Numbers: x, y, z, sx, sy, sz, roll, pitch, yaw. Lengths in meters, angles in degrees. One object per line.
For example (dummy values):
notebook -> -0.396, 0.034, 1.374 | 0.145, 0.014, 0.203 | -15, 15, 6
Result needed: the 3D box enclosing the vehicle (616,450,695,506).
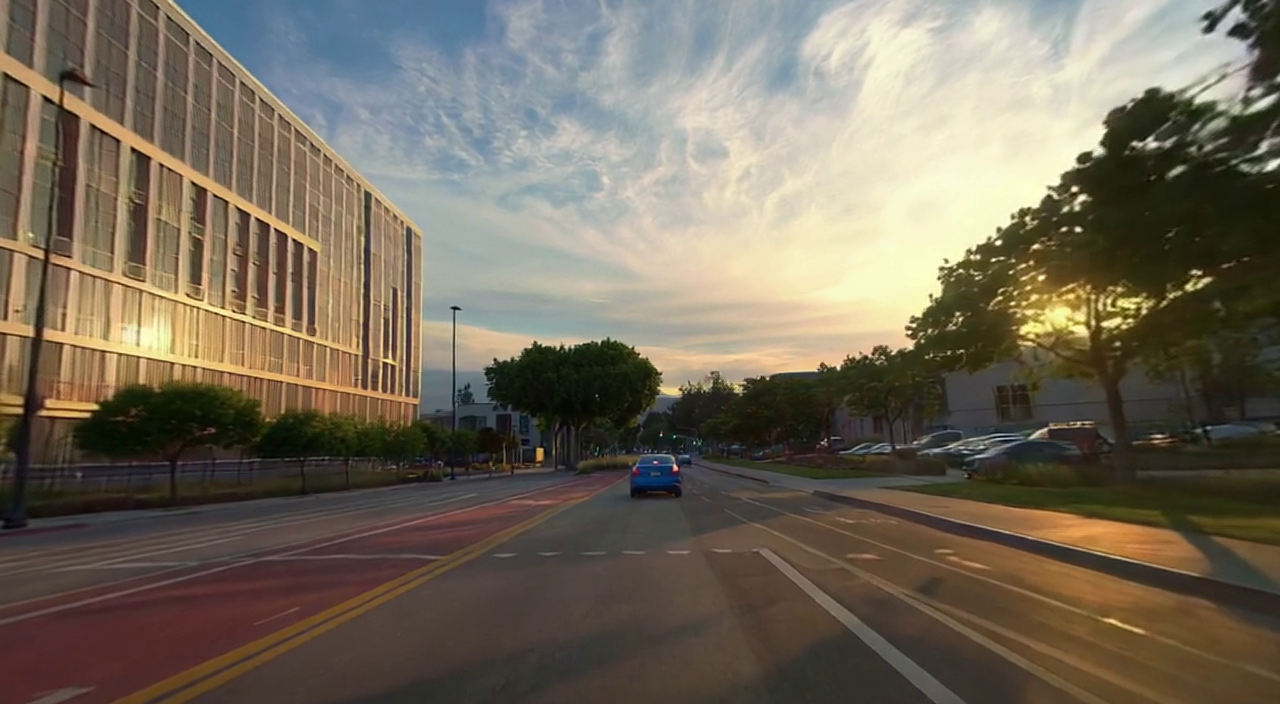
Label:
vehicle -> 0.396, 3.636, 18.611 | 2.063, 1.442, 4.135 | 0, -9, 0
